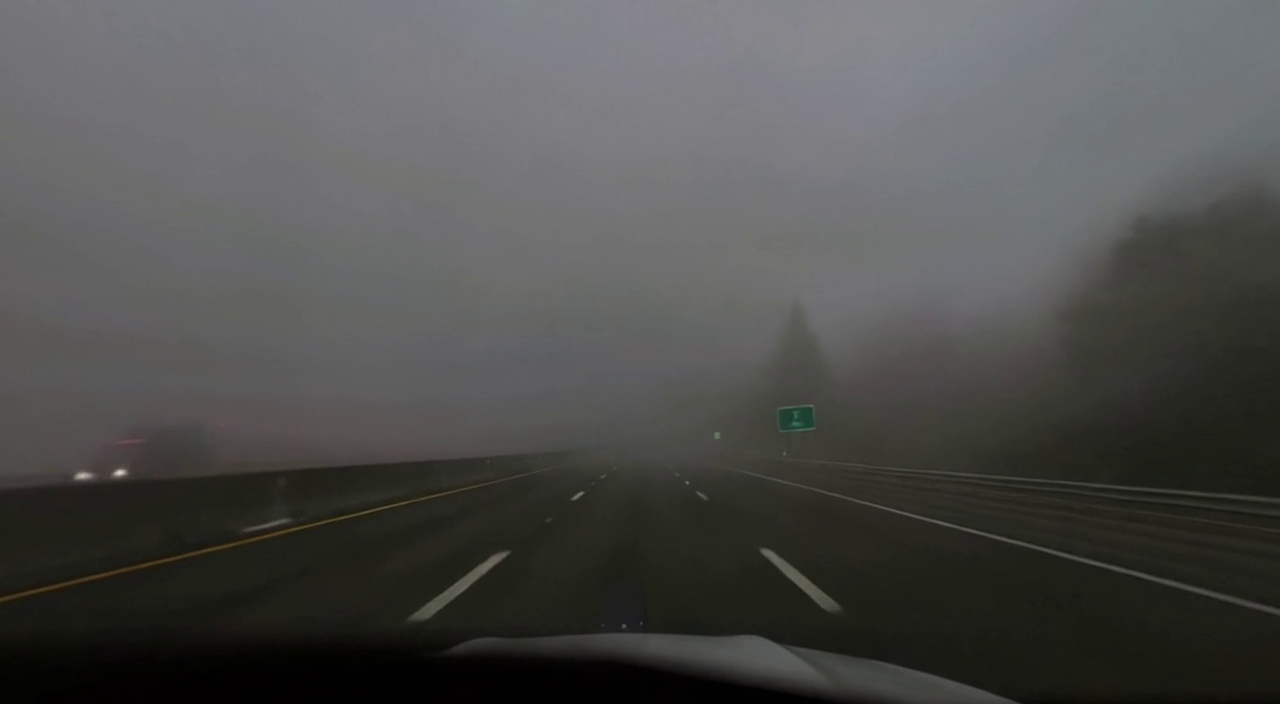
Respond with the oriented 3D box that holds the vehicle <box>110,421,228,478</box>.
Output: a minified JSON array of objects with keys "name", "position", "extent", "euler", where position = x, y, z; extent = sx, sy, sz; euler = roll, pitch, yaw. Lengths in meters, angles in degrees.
[{"name":"vehicle","position":[-35.649,7.376,48.179],"extent":[3.029,3.941,7.412],"euler":[-1,-8,1]}]
